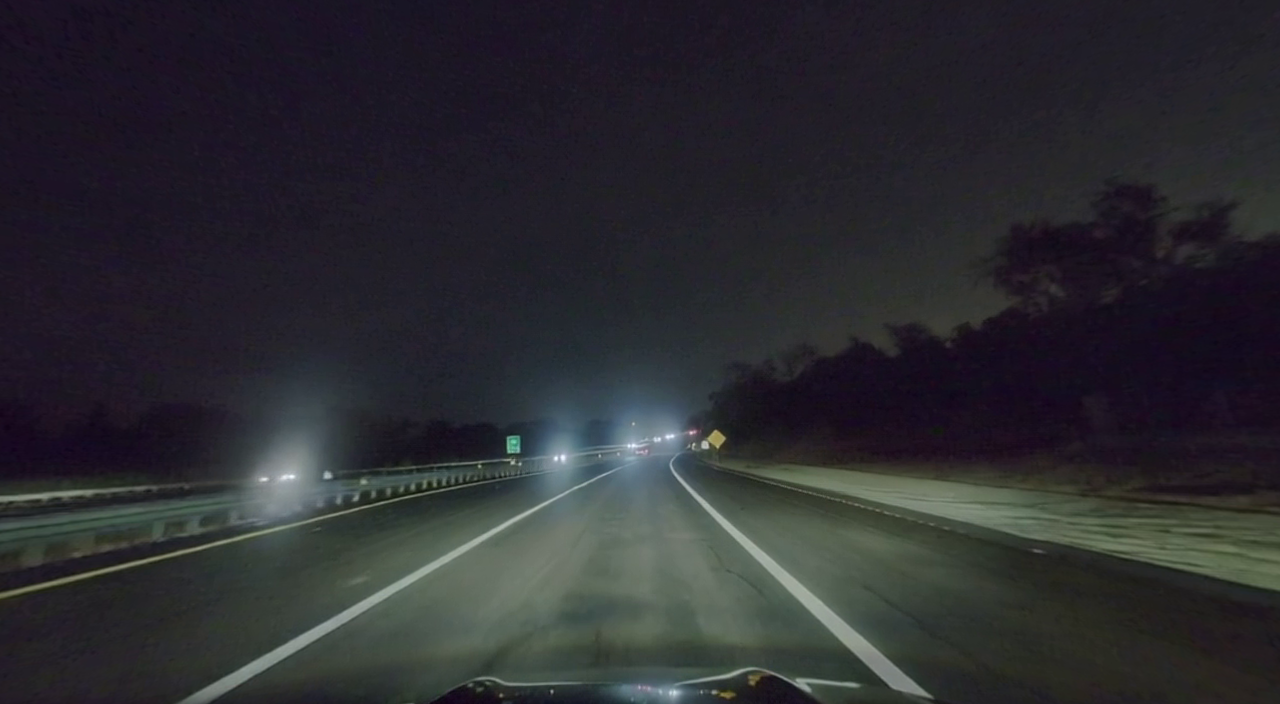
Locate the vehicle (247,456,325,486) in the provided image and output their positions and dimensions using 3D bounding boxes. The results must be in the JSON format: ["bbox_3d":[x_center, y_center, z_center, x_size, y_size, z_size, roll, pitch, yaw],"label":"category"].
[{"bbox_3d":[-23.382,7.872,41.650,2.078,1.798,4.928,-1,-9,3],"label":"vehicle"}]
